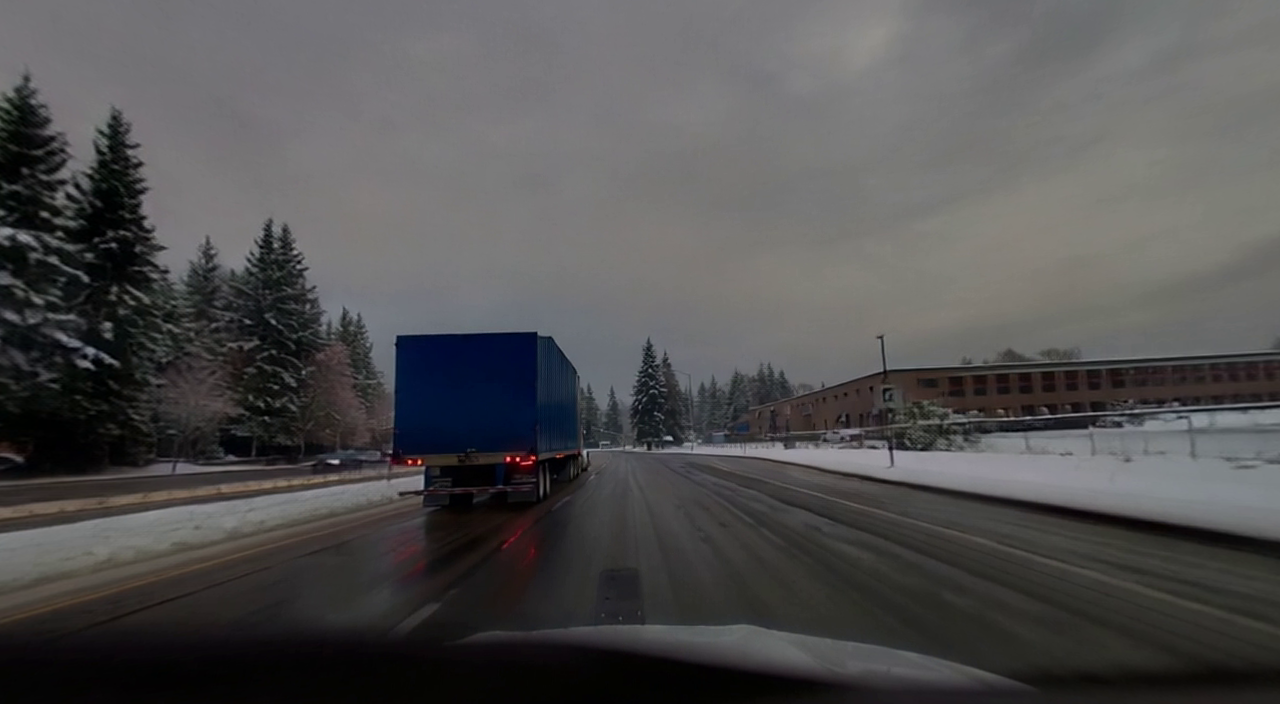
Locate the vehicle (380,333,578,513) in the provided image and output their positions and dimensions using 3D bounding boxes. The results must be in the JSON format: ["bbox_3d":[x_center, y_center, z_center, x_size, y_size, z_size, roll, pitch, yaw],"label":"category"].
[{"bbox_3d":[-3.440,1.924,16.222,2.910,3.419,8.376,0,-8,0],"label":"vehicle"}]
